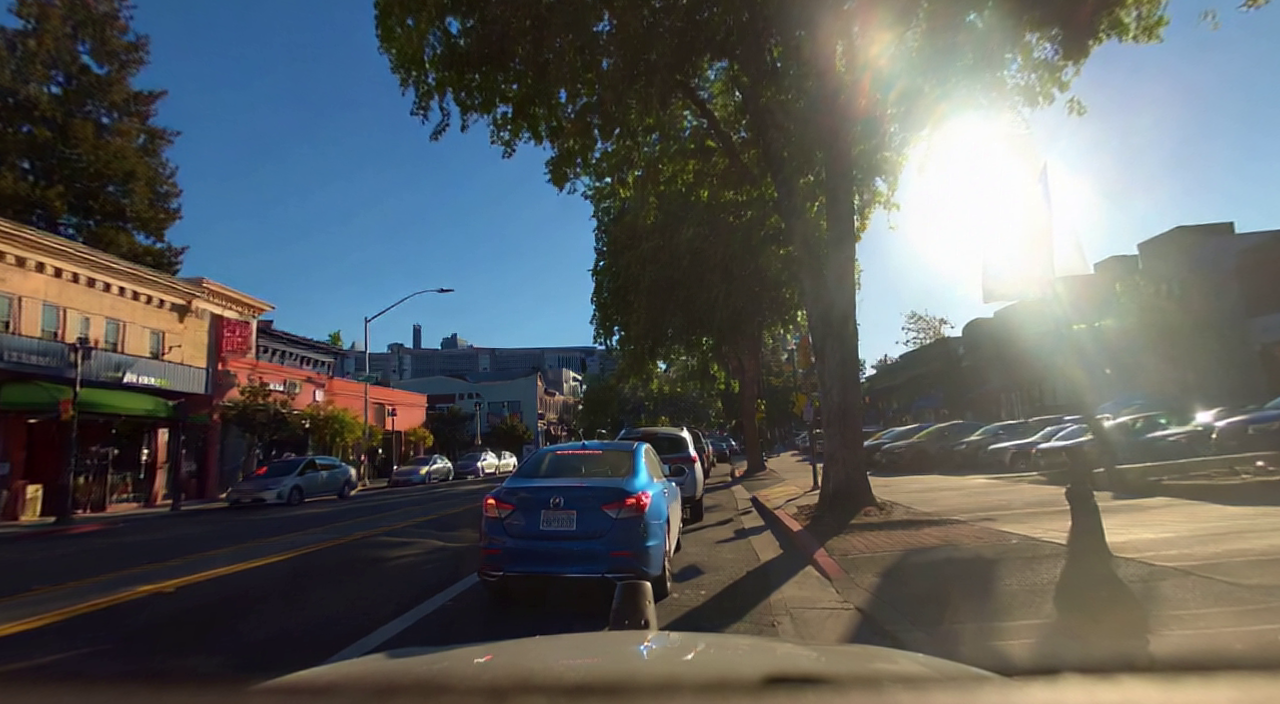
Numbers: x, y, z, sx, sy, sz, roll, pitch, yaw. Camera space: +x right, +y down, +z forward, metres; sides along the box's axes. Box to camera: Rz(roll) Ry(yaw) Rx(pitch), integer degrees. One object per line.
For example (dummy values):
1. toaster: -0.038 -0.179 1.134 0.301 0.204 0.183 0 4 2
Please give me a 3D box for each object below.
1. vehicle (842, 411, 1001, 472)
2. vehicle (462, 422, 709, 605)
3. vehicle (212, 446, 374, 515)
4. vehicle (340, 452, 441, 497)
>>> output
1. vehicle: 9.023 2.830 20.225 4.558 1.528 1.915 -1 -7 -23
2. vehicle: -0.274 1.632 7.295 1.939 1.478 3.922 -1 -8 9
3. vehicle: -11.010 4.064 20.580 2.081 1.718 5.342 -6 -9 3
4. vehicle: -10.262 5.028 26.271 1.826 1.432 4.556 -7 -9 8
